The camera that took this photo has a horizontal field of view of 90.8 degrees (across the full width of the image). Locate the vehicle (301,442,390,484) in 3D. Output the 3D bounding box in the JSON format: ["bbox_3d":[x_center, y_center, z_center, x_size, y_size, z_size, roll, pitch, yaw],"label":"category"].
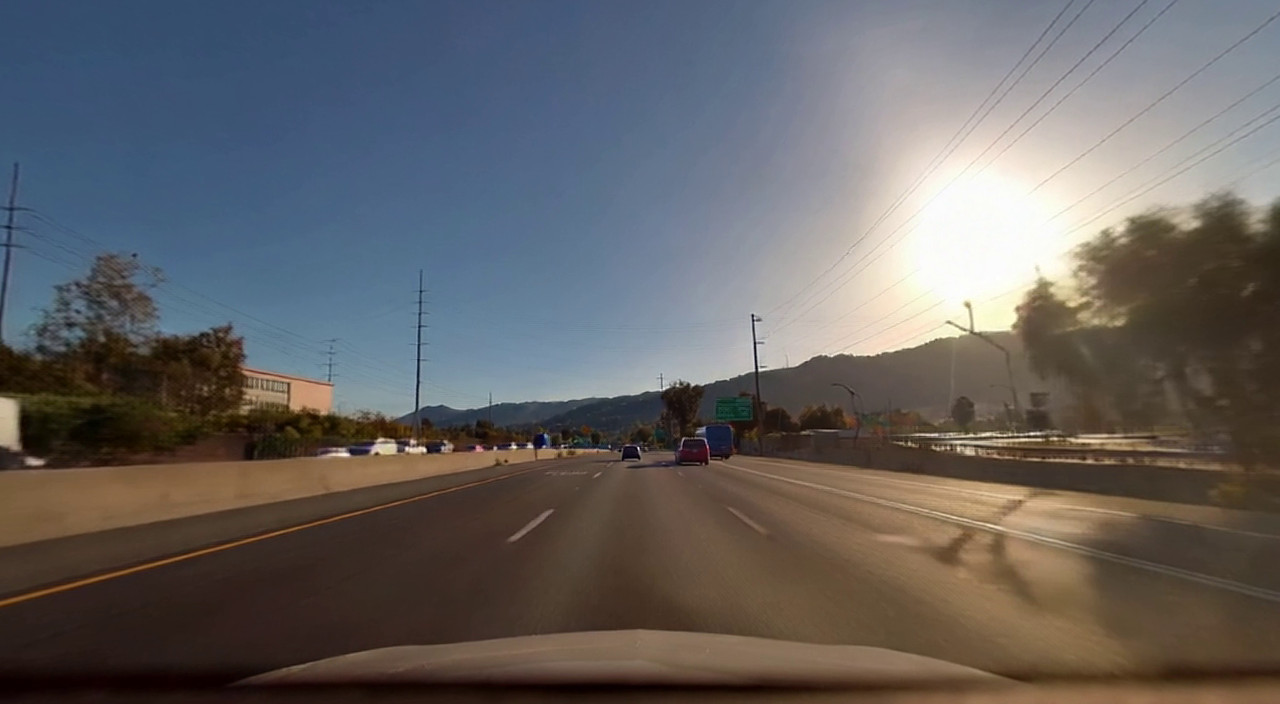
[{"bbox_3d":[-13.846,5.217,30.034,1.962,1.792,4.576,0,-9,0],"label":"vehicle"}]

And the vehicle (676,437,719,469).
[{"bbox_3d":[3.423,6.136,38.423,2.036,1.796,4.470,0,-9,-2],"label":"vehicle"}]

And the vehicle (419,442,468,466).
[{"bbox_3d":[-13.593,7.077,43.913,1.941,1.539,4.406,0,-9,1],"label":"vehicle"}]

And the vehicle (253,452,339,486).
[{"bbox_3d":[-16.927,5.734,31.292,1.957,1.516,3.844,1,-8,2],"label":"vehicle"}]

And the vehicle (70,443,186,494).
[{"bbox_3d":[-35.198,7.970,43.796,2.616,3.213,6.631,1,-9,-3],"label":"vehicle"}]

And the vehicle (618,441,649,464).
[{"bbox_3d":[-0.491,7.755,48.844,2.325,1.712,4.592,0,-9,0],"label":"vehicle"}]

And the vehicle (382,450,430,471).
[{"bbox_3d":[-17.559,8.180,47.635,1.847,1.485,4.729,0,-9,0],"label":"vehicle"}]
